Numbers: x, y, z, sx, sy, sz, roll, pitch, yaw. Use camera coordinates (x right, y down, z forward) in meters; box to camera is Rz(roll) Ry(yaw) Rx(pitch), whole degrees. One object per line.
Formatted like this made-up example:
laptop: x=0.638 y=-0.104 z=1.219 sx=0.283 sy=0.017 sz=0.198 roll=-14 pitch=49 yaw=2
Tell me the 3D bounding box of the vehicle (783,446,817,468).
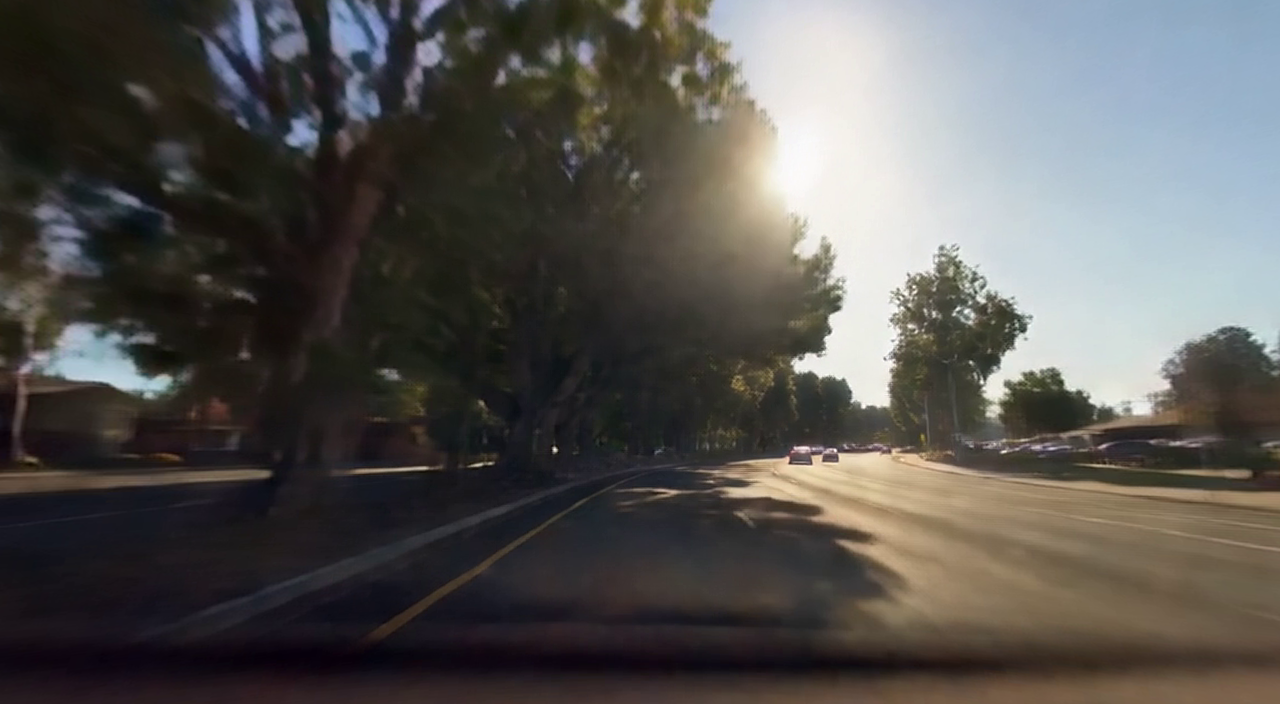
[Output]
vehicle: x=11.350 y=7.458 z=45.072 sx=1.988 sy=1.460 sz=3.996 roll=-2 pitch=-9 yaw=9
